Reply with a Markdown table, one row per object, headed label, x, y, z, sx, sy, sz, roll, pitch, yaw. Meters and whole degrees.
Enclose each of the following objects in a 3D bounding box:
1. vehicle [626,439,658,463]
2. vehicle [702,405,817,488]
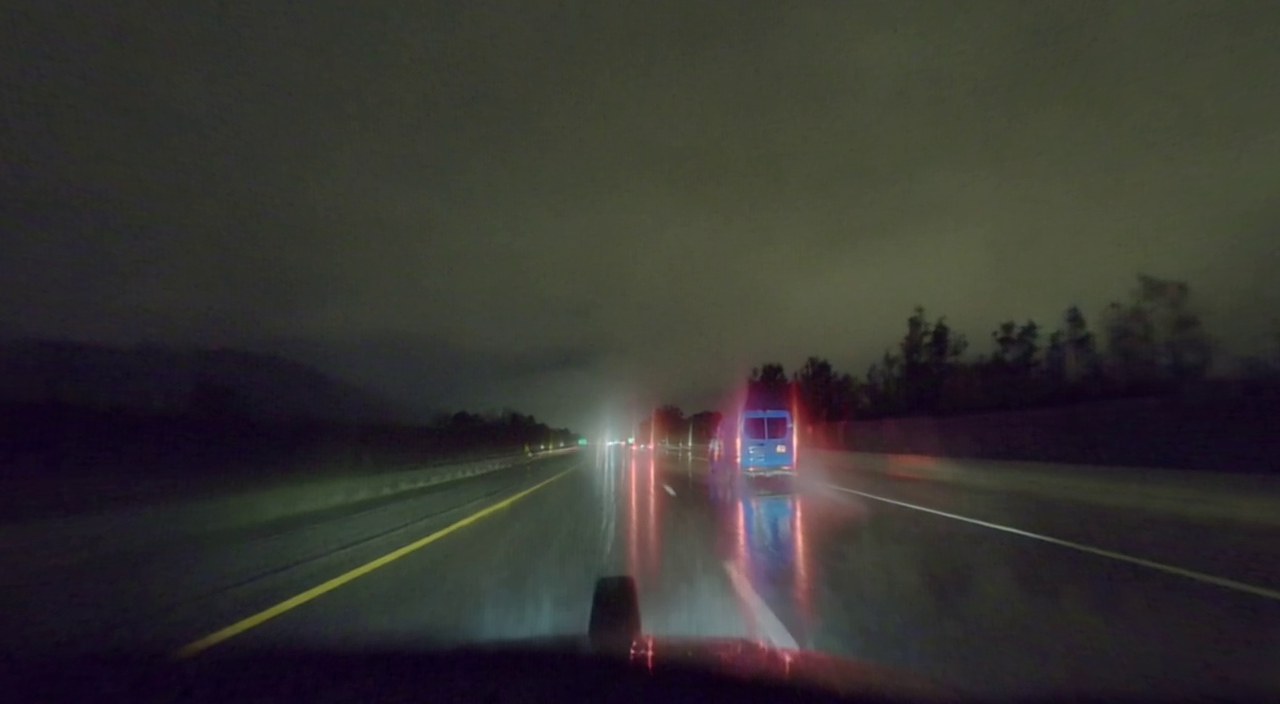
| label | x | y | z | sx | sy | sz | roll | pitch | yaw |
| --- | --- | --- | --- | --- | --- | --- | --- | --- | --- |
| vehicle | 0.119 | 6.619 | 42.287 | 2.005 | 1.466 | 3.739 | -1 | -8 | 0 |
| vehicle | 3.272 | 2.728 | 18.338 | 2.269 | 2.048 | 4.679 | 0 | -8 | -2 |
